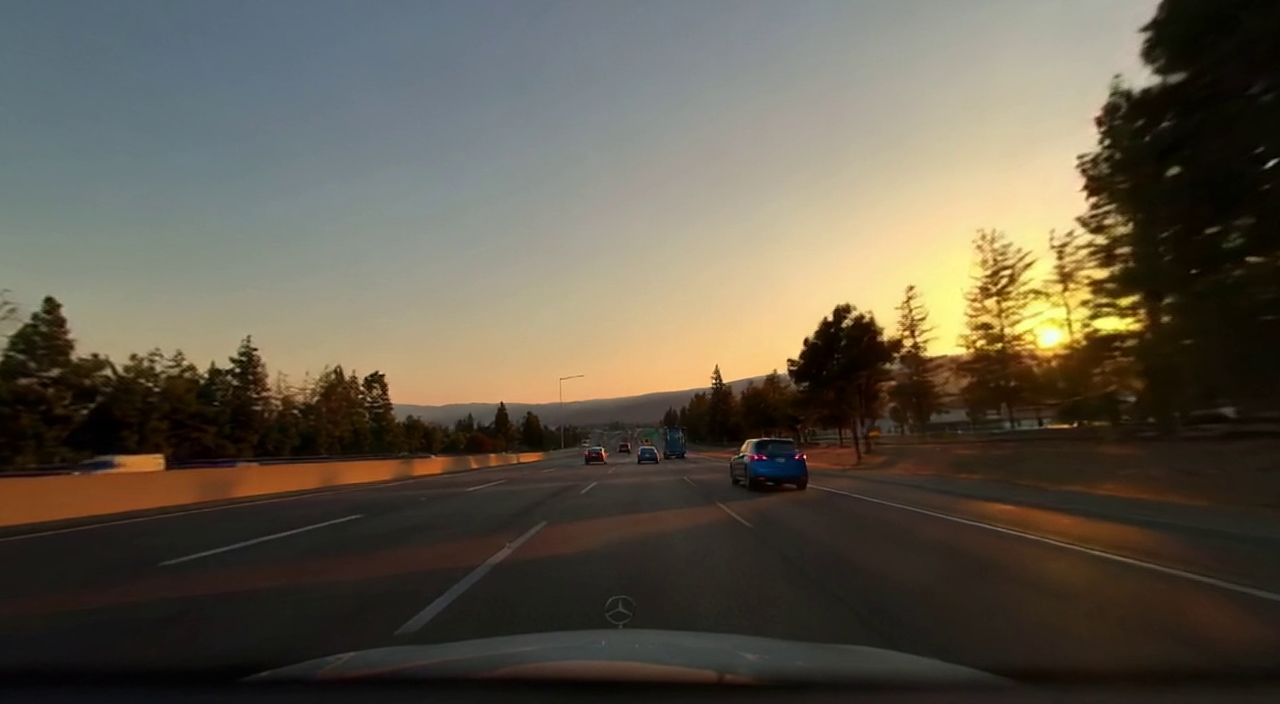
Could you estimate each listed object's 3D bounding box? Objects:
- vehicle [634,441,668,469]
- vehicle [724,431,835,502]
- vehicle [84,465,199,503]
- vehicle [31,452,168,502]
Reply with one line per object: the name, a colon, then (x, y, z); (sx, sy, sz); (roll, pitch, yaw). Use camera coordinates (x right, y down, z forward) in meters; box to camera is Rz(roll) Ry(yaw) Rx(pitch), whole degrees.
vehicle: (0.714, 7.053, 43.400); (2.205, 1.785, 4.423); (0, -9, 0)
vehicle: (3.700, 3.134, 17.638); (2.082, 1.720, 4.393); (0, -9, 0)
vehicle: (-25.242, 6.662, 32.143); (1.985, 1.648, 4.681); (0, -9, 1)
vehicle: (-28.895, 6.642, 34.027); (2.301, 2.405, 5.567); (0, -9, 1)
